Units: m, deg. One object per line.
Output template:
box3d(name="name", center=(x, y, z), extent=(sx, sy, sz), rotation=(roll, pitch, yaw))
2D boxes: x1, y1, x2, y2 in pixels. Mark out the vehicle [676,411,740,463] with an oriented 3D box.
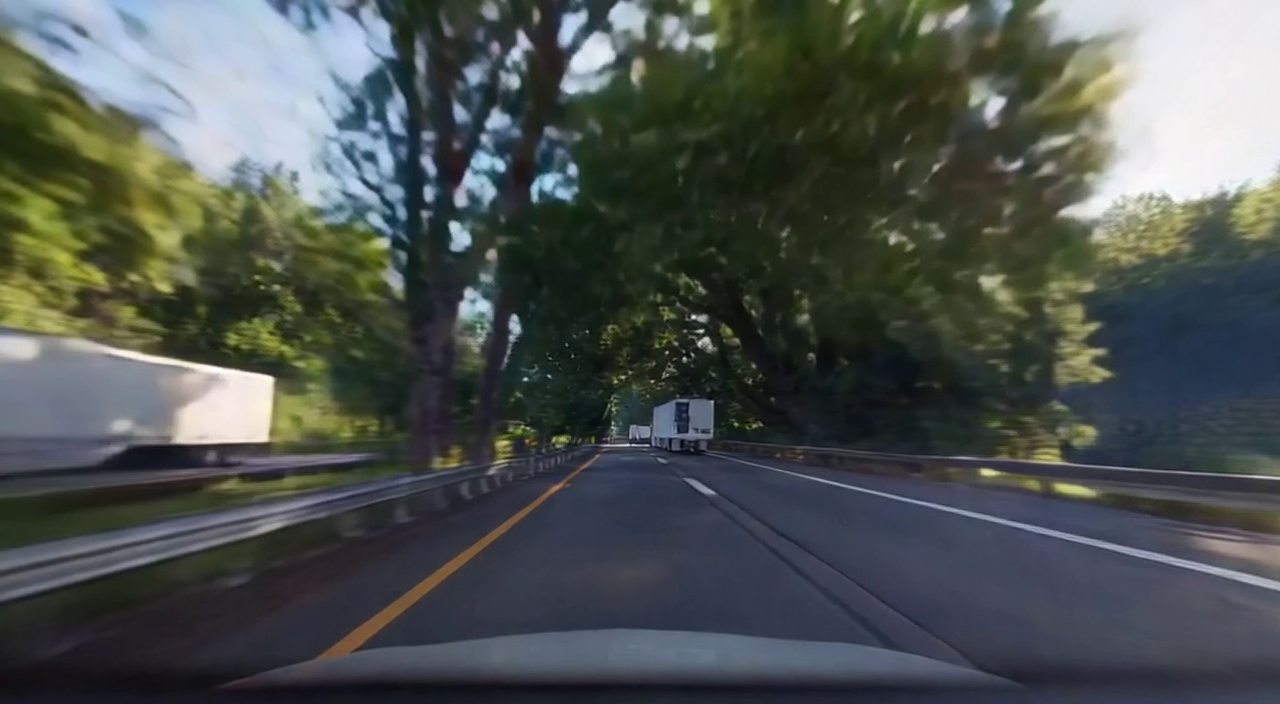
box3d(name="vehicle", center=(3.761, 4.892, 36.494), extent=(2.741, 2.716, 6.323), rotation=(0, -8, -2))
